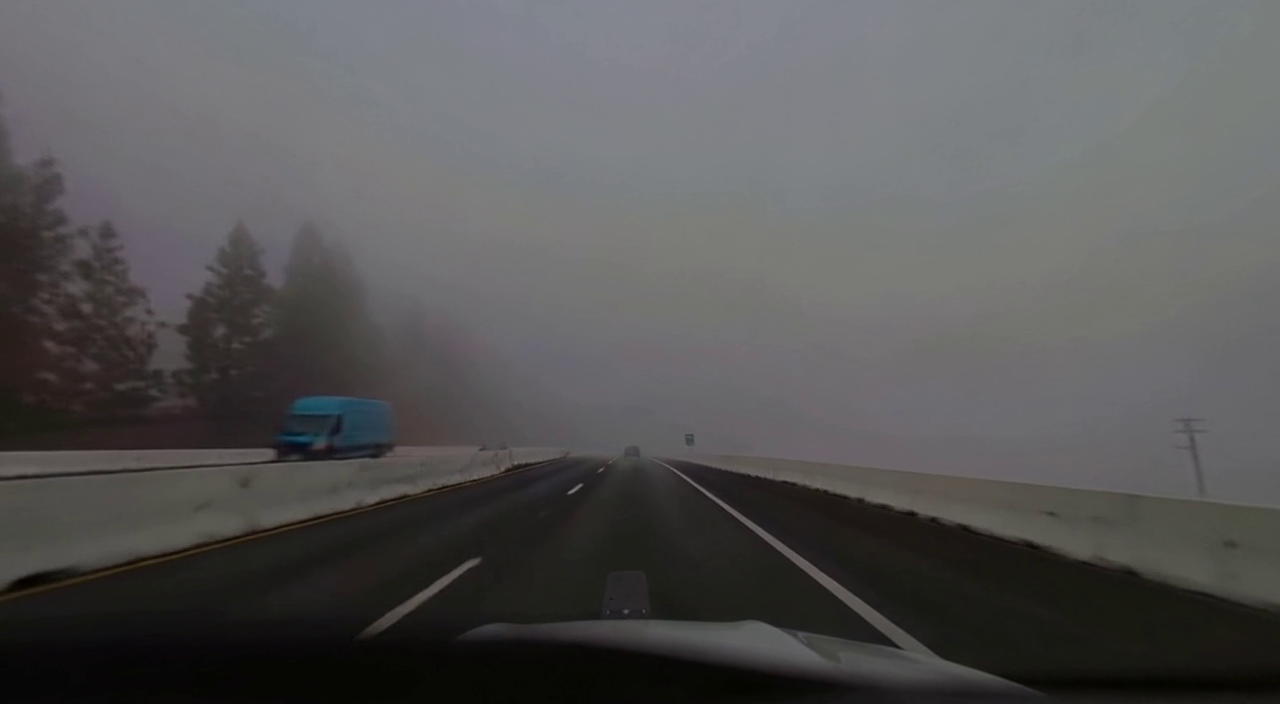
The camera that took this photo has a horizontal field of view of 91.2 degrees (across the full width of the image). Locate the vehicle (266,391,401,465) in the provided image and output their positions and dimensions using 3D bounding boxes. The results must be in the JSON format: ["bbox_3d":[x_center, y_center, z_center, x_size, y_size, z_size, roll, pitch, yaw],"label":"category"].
[{"bbox_3d":[-16.815,4.400,35.485,2.967,3.629,9.285,0,-8,0],"label":"vehicle"}]
